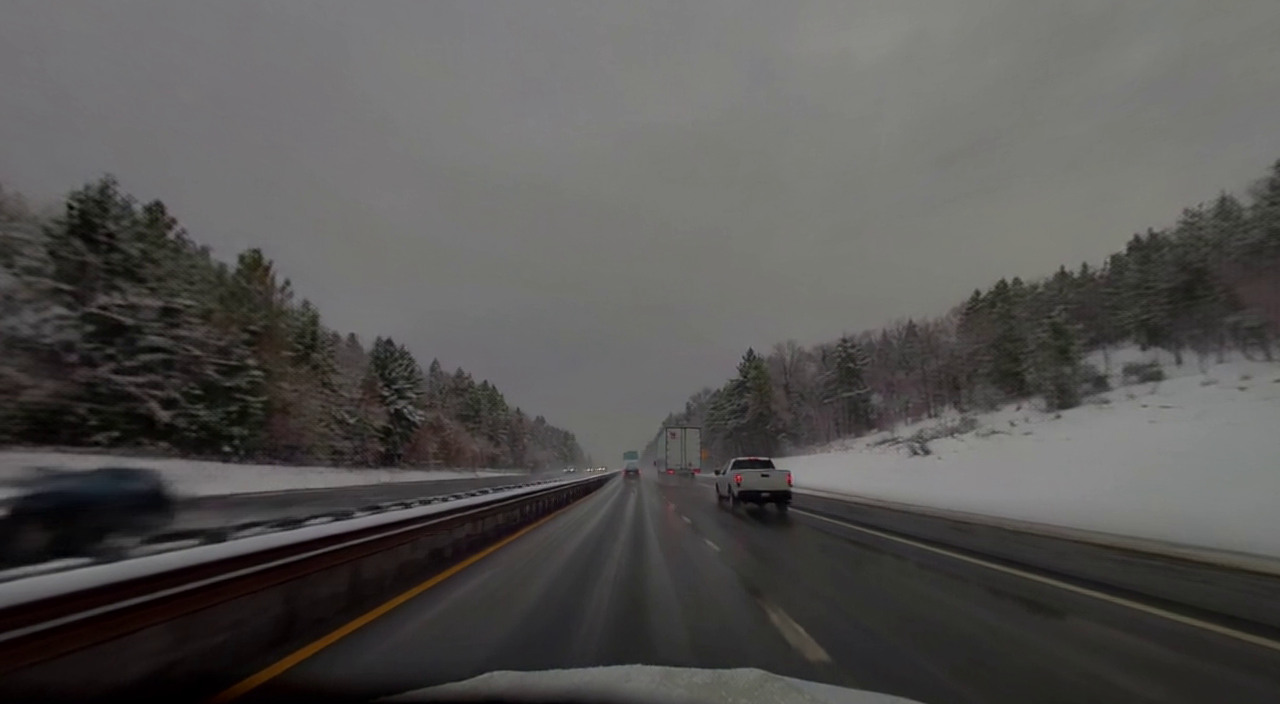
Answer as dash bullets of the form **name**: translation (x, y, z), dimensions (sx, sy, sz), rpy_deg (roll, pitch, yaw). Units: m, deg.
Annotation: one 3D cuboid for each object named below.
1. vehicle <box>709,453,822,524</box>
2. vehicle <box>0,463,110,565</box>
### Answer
- **vehicle**: translation (3.297, 3.752, 17.678), dimensions (2.124, 1.662, 4.641), rpy_deg (1, -10, -1)
- **vehicle**: translation (-10.316, 2.306, 8.944), dimensions (2.015, 1.457, 3.979), rpy_deg (1, -10, 0)
